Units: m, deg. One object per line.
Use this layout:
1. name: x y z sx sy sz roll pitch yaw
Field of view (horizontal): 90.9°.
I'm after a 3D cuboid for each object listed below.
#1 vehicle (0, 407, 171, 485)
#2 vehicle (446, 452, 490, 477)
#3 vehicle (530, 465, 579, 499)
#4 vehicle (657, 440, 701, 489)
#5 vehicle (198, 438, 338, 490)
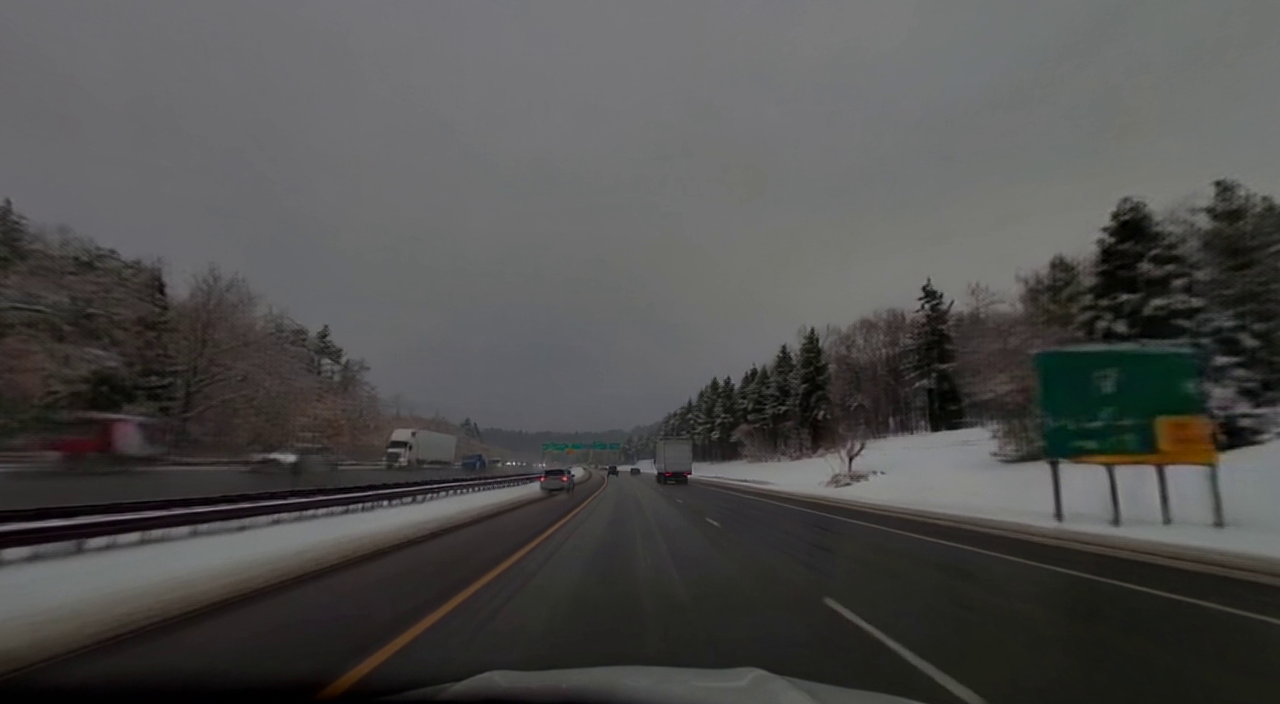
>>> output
1. vehicle: -21.077 3.655 23.838 2.275 2.518 5.911 1 -11 -4
2. vehicle: -12.915 8.530 47.710 2.058 1.786 4.890 1 -11 -2
3. vehicle: -4.012 6.178 30.098 1.868 1.485 3.770 1 -11 -1
4. vehicle: 2.948 8.909 49.753 2.738 3.456 7.520 1 -11 -1
5. vehicle: -11.762 3.625 20.340 1.874 1.446 4.444 1 -11 -1
